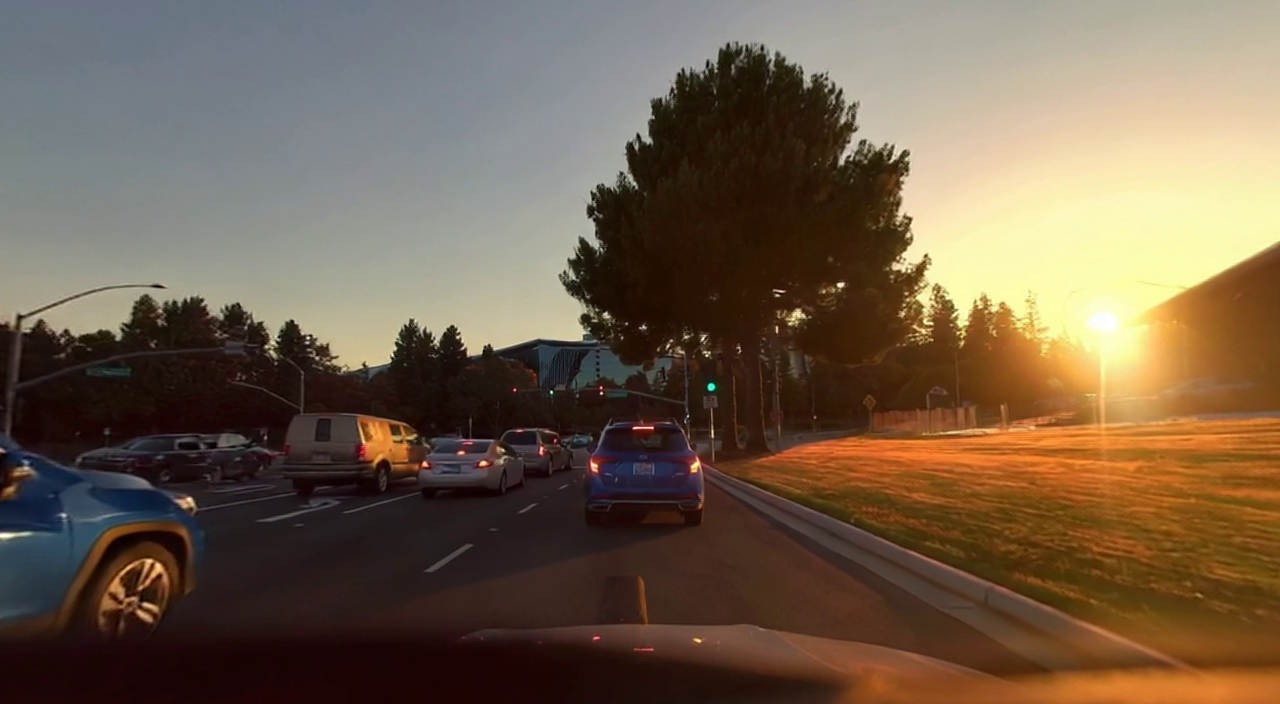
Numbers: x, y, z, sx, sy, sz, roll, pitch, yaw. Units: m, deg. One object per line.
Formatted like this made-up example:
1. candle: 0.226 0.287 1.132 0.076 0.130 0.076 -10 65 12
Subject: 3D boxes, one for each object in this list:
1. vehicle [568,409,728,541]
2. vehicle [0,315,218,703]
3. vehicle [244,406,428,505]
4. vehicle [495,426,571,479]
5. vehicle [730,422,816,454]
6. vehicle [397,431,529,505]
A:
1. vehicle: 0.090 1.913 10.377 2.055 1.681 4.270 0 -9 0
2. vehicle: -4.067 0.645 1.917 2.088 1.947 5.119 0 -9 -1
3. vehicle: -7.400 2.602 16.187 2.195 2.093 5.185 0 -9 -1
4. vehicle: -3.918 3.784 23.989 2.043 1.813 4.549 0 -9 0
5. vehicle: 8.536 5.593 40.846 5.152 2.001 2.060 -1 -9 4
6. vehicle: -4.052 2.726 15.244 1.942 1.523 4.212 0 -9 0
